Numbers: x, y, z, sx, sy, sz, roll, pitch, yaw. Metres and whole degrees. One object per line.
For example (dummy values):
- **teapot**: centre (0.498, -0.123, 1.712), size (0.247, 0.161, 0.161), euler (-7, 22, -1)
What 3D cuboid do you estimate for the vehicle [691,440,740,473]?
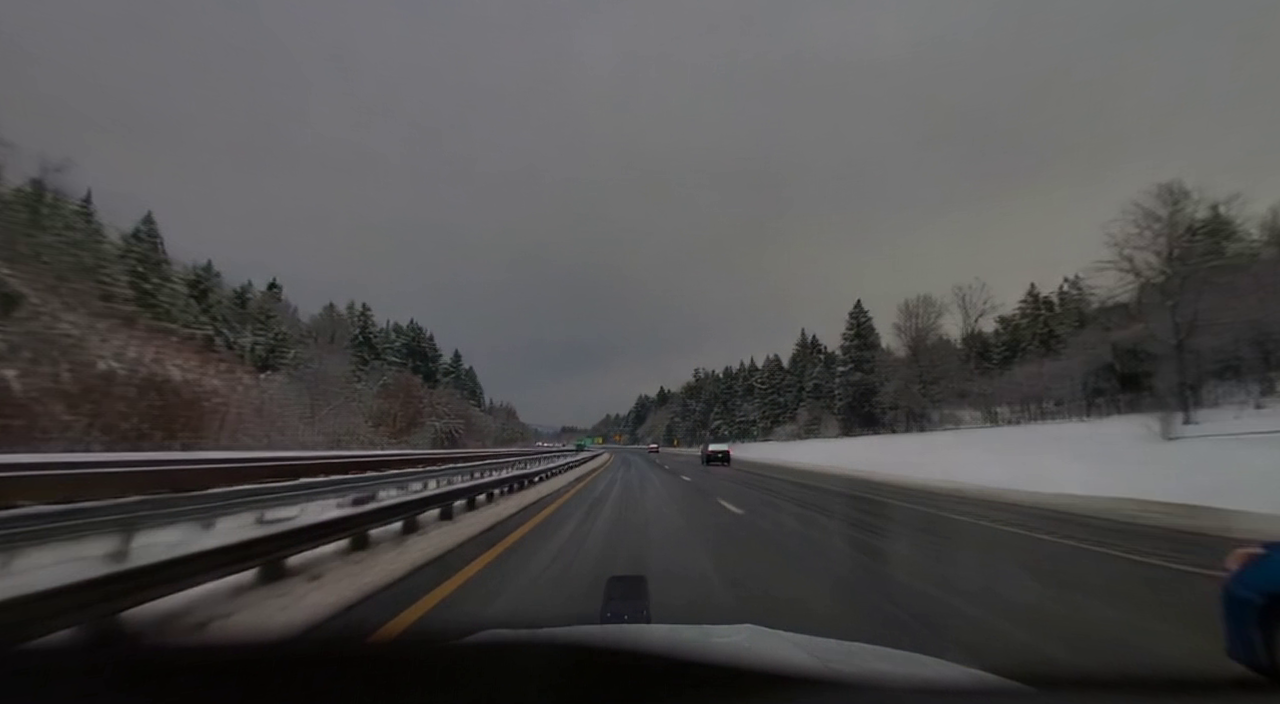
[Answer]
- **vehicle**: centre (3.732, 5.270, 31.868), size (1.945, 1.538, 3.729), euler (0, -8, -1)
